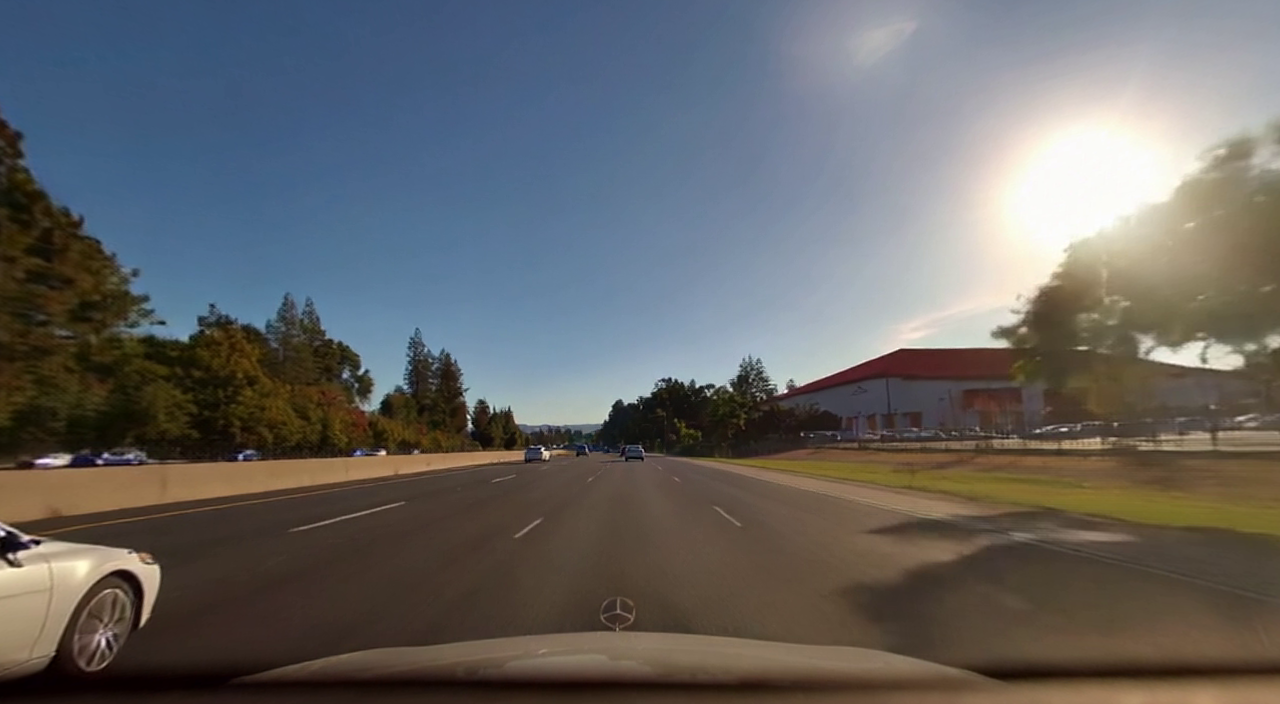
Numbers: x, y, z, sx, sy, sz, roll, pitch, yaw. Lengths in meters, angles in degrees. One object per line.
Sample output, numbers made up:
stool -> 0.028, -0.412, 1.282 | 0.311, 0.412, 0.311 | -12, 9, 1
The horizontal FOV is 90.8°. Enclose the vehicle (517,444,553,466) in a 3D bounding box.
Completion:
vehicle -> -7.950, 7.836, 48.343 | 1.991, 1.572, 4.314 | 0, -9, 0
